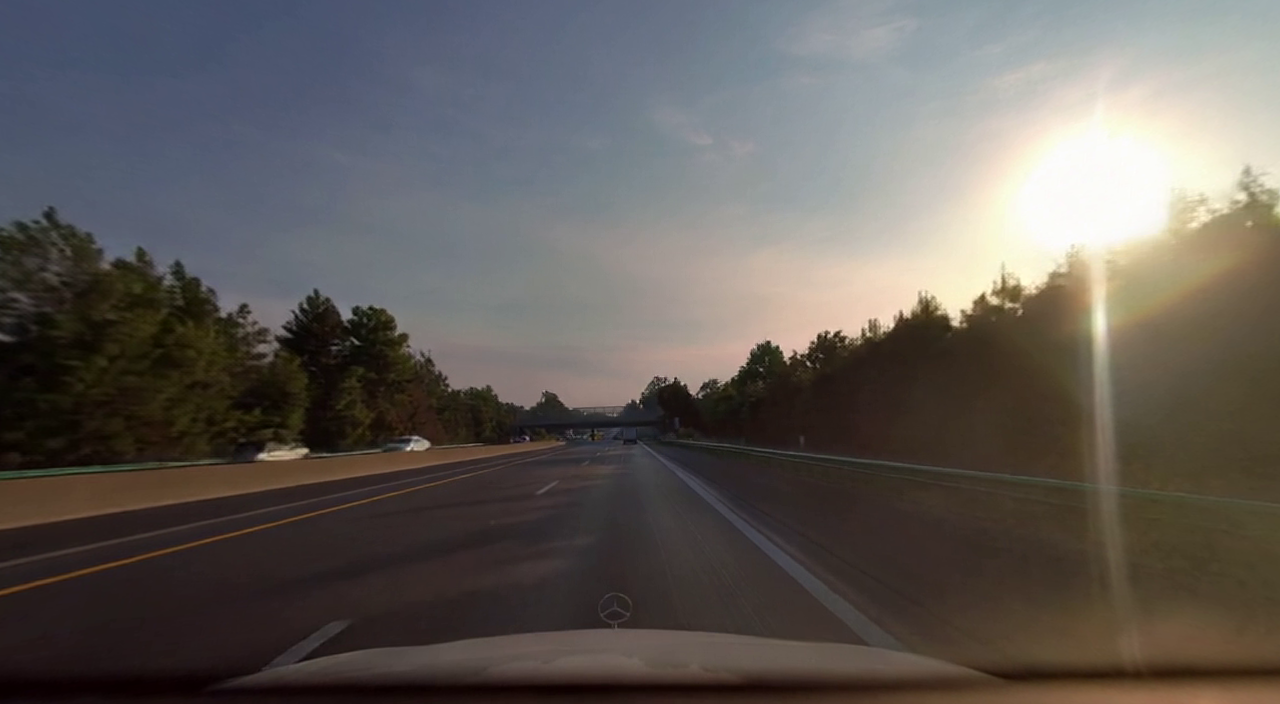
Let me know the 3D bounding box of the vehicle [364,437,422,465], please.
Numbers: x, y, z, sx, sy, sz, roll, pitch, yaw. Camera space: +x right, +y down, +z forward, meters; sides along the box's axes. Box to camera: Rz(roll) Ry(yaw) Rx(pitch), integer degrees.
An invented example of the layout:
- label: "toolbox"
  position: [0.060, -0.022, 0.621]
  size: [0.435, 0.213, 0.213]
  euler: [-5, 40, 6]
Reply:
- label: "vehicle"
  position: [-13.608, 5.435, 34.925]
  size: [1.792, 1.428, 3.550]
  euler: [0, -7, -1]

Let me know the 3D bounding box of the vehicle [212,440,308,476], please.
- label: "vehicle"
  position: [-17.406, 4.848, 29.145]
  size: [1.837, 1.446, 4.254]
  euler: [0, -7, -1]
